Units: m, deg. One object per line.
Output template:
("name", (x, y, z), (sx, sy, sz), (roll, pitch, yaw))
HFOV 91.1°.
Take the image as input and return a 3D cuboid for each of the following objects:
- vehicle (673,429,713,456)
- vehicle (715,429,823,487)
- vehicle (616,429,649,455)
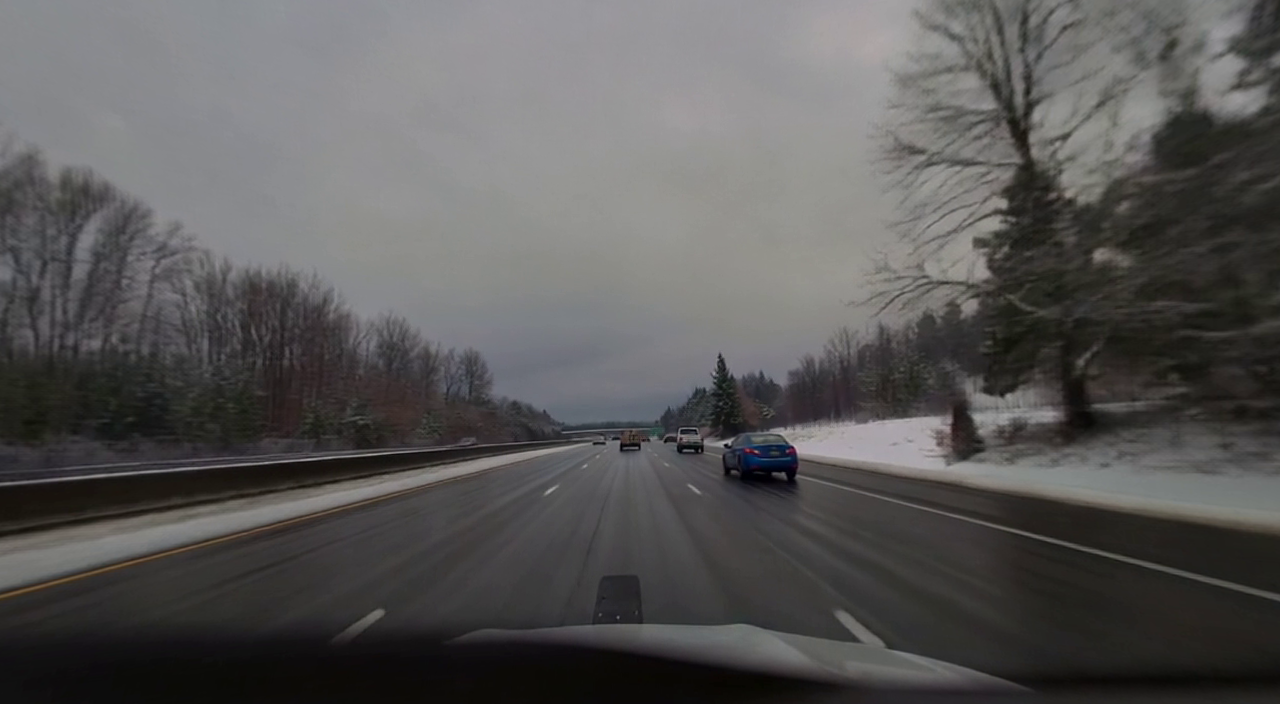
("vehicle", (3.448, 5.979, 41.461), (2.098, 1.677, 4.275), (0, -8, -2))
("vehicle", (3.578, 3.029, 18.447), (2.056, 1.479, 4.660), (0, -8, -2))
("vehicle", (-0.559, 6.197, 43.360), (2.182, 1.680, 4.253), (0, -8, -1))
